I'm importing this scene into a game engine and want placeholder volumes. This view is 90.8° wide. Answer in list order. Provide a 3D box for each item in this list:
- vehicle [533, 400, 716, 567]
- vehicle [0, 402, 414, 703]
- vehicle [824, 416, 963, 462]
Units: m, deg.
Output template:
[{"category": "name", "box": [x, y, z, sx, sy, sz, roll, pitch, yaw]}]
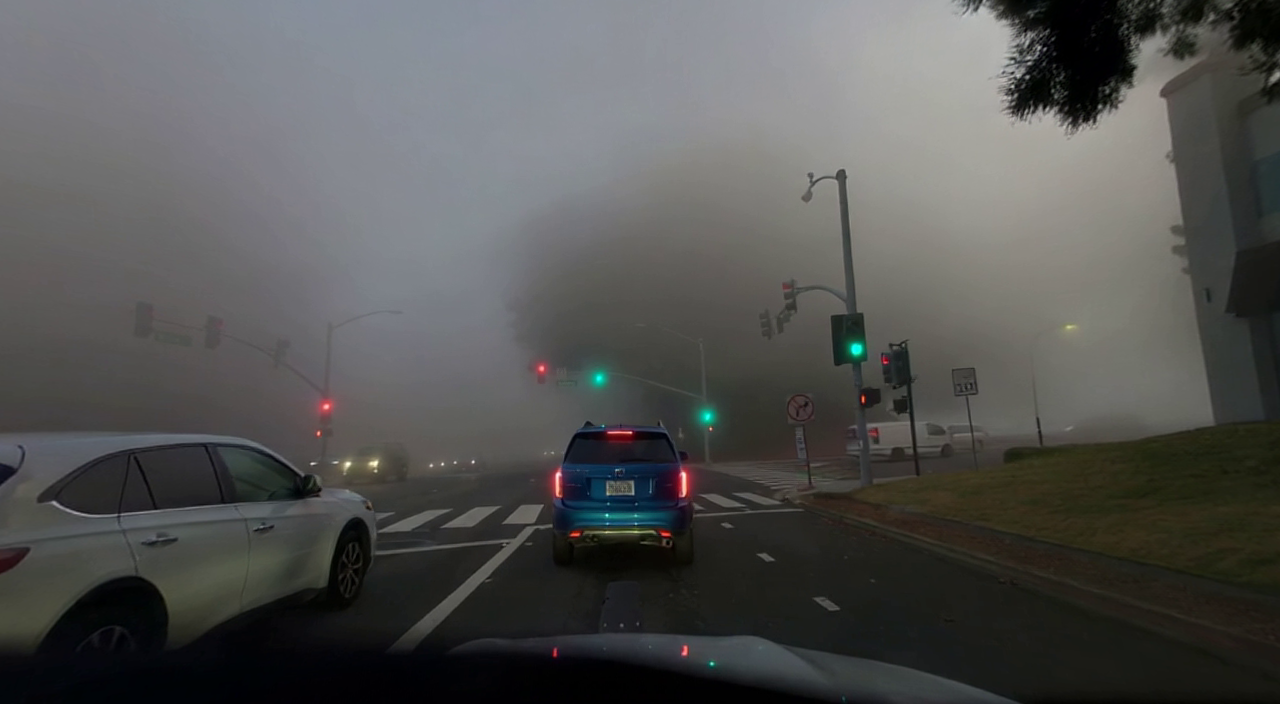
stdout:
[{"category": "vehicle", "box": [-0.175, 1.799, 9.335, 2.059, 1.877, 4.249, 0, -8, 0]}, {"category": "vehicle", "box": [-3.368, 1.262, 4.558, 2.011, 1.527, 4.008, 0, -8, -1]}, {"category": "vehicle", "box": [11.399, 3.965, 28.706, 5.215, 1.967, 2.392, 0, -8, -4]}]
